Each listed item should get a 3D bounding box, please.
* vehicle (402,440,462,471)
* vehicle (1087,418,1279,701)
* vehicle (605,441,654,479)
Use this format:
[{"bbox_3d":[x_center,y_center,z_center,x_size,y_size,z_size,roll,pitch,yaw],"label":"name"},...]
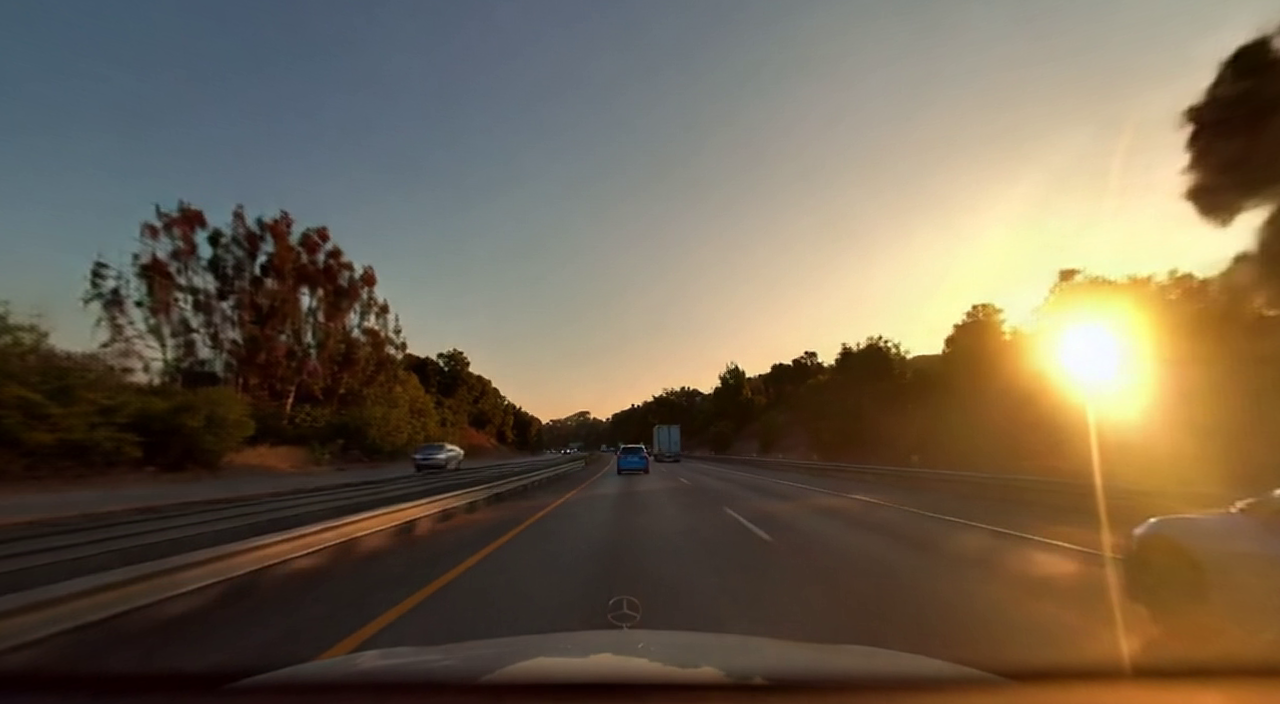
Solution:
[{"bbox_3d":[-12.365,6.178,37.735,1.994,1.729,4.652,0,-9,0],"label":"vehicle"},{"bbox_3d":[4.210,0.956,2.610,1.917,1.421,3.759,0,-9,0],"label":"vehicle"},{"bbox_3d":[-0.489,5.205,30.501,2.190,1.706,4.062,0,-9,-1],"label":"vehicle"}]
